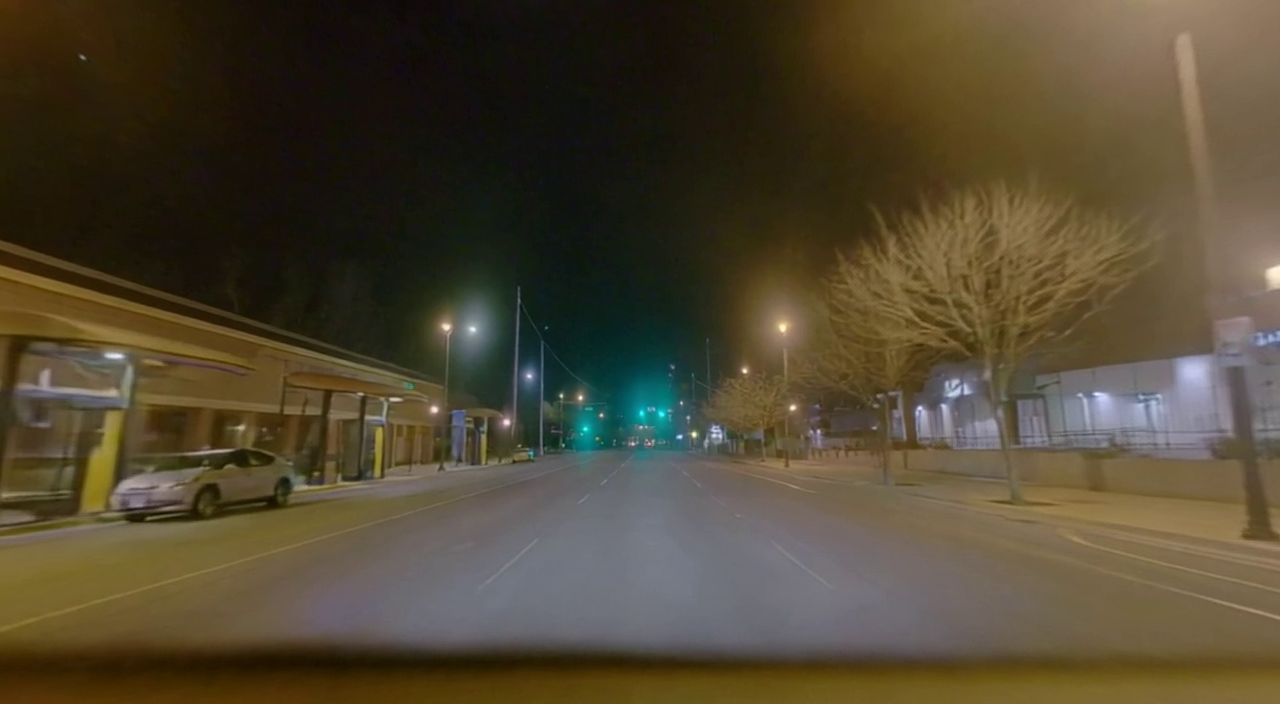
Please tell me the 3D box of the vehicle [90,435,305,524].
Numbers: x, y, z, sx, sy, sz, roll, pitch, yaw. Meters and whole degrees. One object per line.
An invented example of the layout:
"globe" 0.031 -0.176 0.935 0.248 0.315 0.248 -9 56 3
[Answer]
"vehicle" -10.781 3.063 15.944 2.060 1.796 4.675 -1 -7 0
